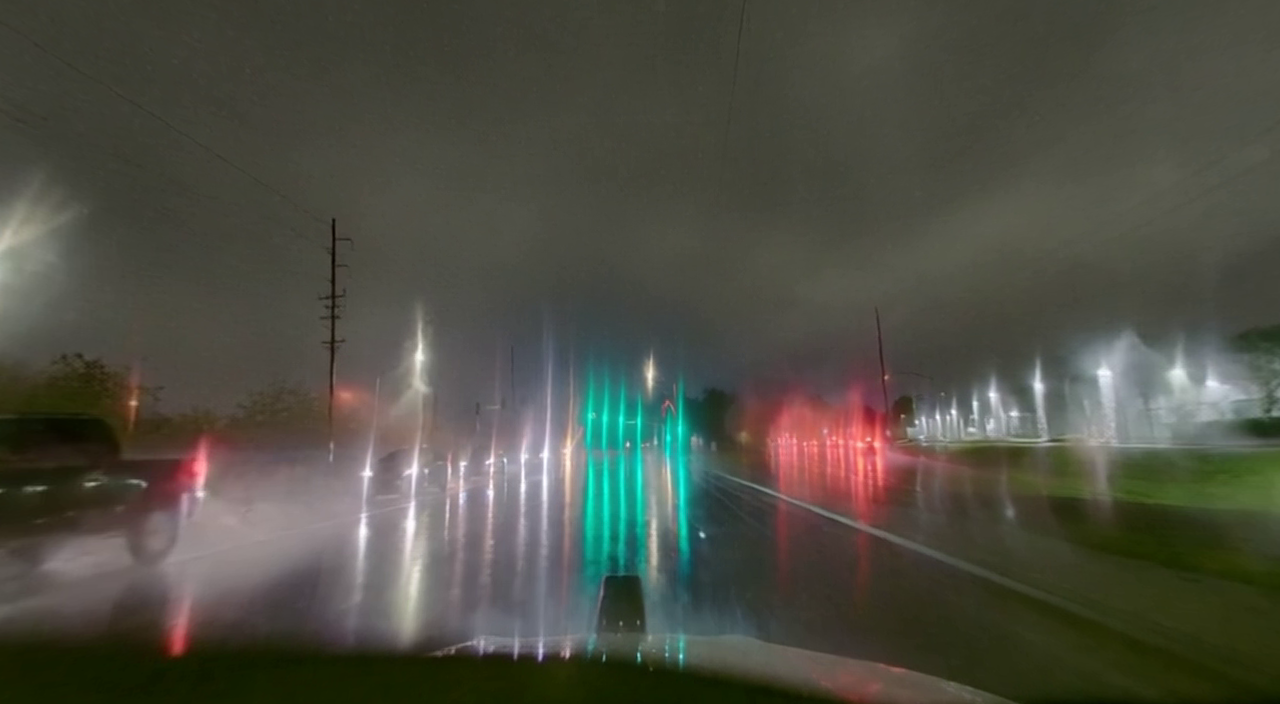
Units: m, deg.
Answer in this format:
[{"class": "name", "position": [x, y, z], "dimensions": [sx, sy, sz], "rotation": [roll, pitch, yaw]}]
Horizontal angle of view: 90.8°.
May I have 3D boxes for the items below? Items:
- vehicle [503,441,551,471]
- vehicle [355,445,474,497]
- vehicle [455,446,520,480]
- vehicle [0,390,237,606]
[{"class": "vehicle", "position": [-7.066, 6.553, 40.059], "dimensions": [2.101, 1.768, 5.040], "rotation": [0, -9, 0]}, {"class": "vehicle", "position": [-7.102, 3.784, 20.551], "dimensions": [2.030, 1.482, 4.818], "rotation": [0, -9, 1]}, {"class": "vehicle", "position": [-7.096, 5.182, 29.876], "dimensions": [2.008, 1.456, 4.409], "rotation": [0, -9, 0]}, {"class": "vehicle", "position": [-6.783, 1.407, 6.378], "dimensions": [2.337, 1.862, 4.924], "rotation": [0, -9, -3]}]
